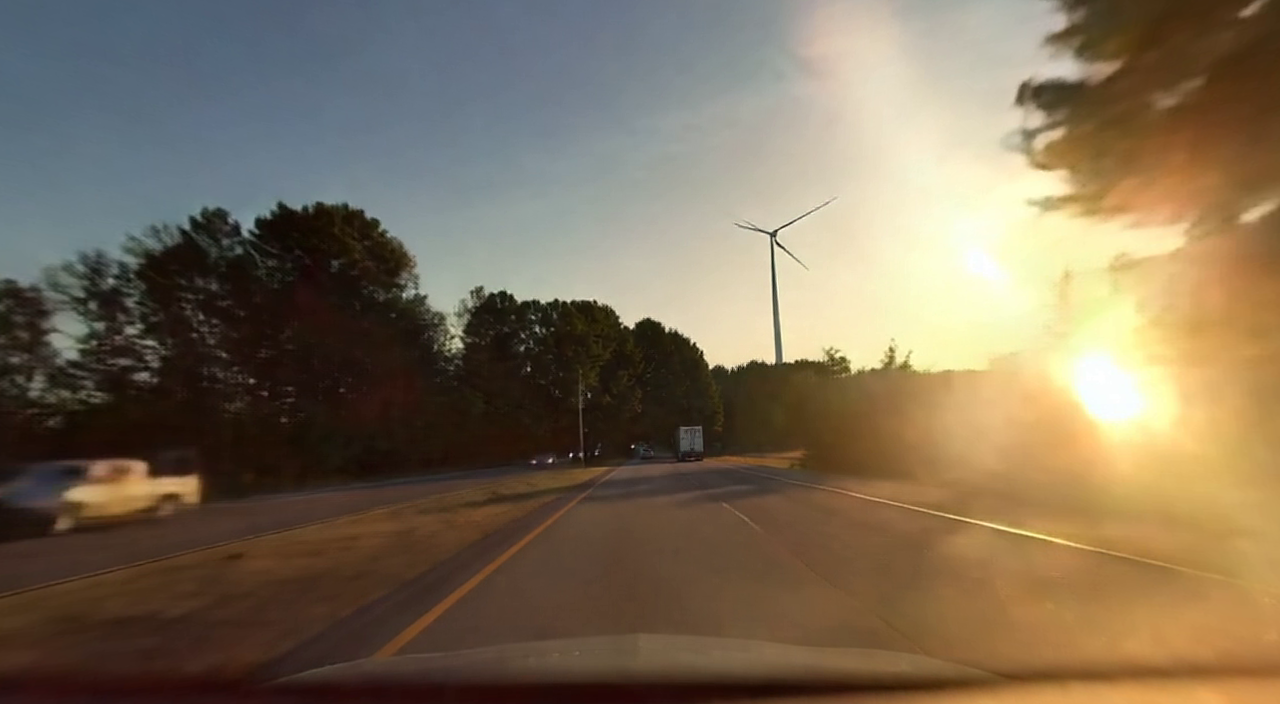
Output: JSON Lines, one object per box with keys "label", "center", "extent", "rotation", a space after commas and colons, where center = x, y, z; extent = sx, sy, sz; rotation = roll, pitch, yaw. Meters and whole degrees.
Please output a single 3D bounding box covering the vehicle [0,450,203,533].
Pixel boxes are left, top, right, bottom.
{"label": "vehicle", "center": [-15.243, 3.807, 17.898], "extent": [2.094, 1.999, 4.762], "rotation": [-1, -9, 1]}
